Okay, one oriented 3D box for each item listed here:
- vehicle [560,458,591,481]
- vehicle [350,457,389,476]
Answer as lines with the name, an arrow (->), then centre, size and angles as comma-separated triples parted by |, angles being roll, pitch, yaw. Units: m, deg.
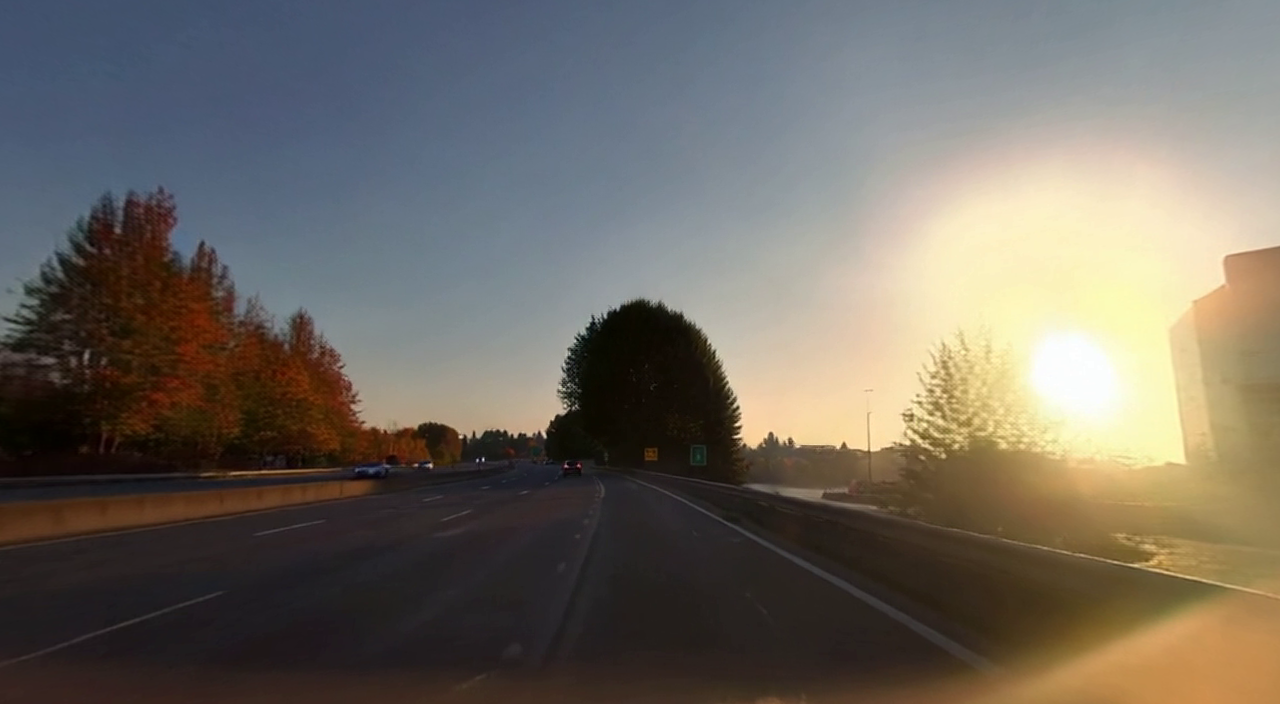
vehicle -> -4.944, 9.033, 48.338 | 2.248, 1.619, 3.848 | 0, -9, -4
vehicle -> -21.129, 8.945, 49.080 | 1.748, 1.391, 3.284 | 2, -8, -5
